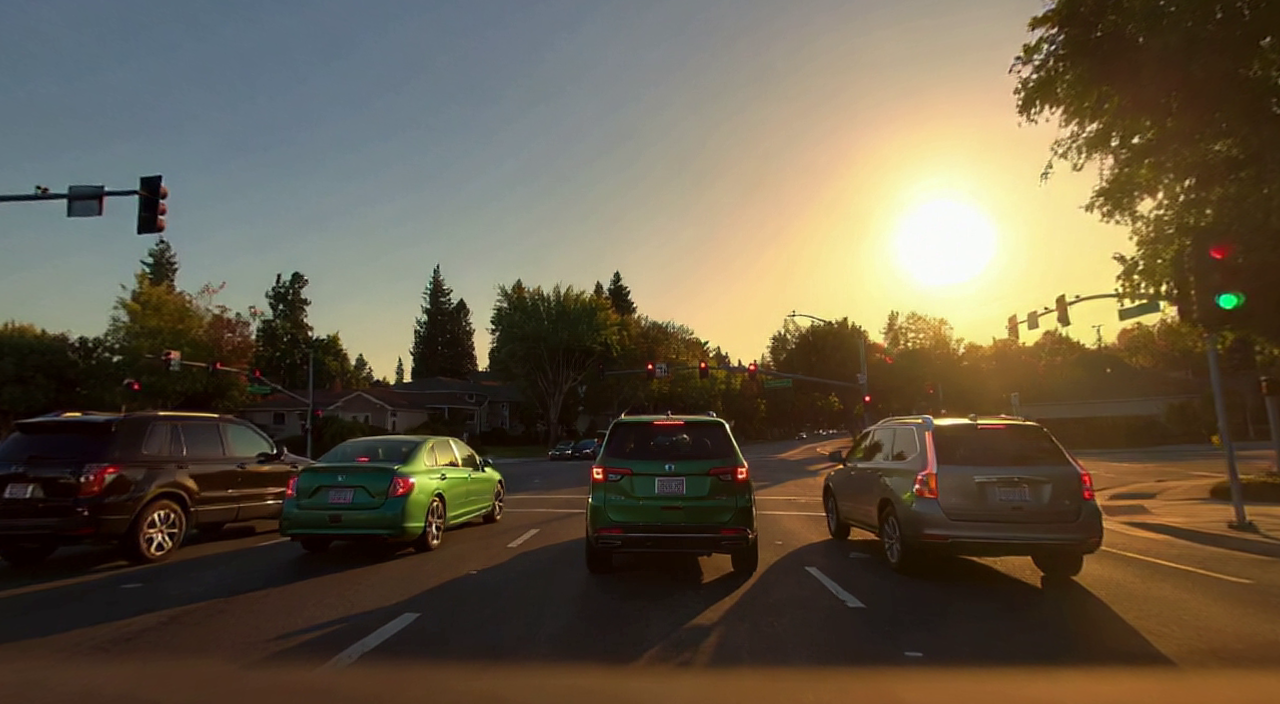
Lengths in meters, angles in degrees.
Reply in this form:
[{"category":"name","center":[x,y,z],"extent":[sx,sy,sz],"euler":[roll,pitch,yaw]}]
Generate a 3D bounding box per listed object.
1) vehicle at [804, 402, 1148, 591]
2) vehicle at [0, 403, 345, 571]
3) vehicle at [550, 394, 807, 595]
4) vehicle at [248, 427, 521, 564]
[{"category":"vehicle","center":[3.538,1.599,7.830],"extent":[2.047,1.638,4.395],"euler":[-1,-8,4]},{"category":"vehicle","center":[-6.639,1.818,9.304],"extent":[2.075,1.796,4.785],"euler":[0,-8,2]},{"category":"vehicle","center":[0.403,1.530,7.580],"extent":[2.198,1.708,4.170],"euler":[0,-8,2]},{"category":"vehicle","center":[-3.233,1.891,9.138],"extent":[1.885,1.475,4.359],"euler":[-1,-8,4]}]
